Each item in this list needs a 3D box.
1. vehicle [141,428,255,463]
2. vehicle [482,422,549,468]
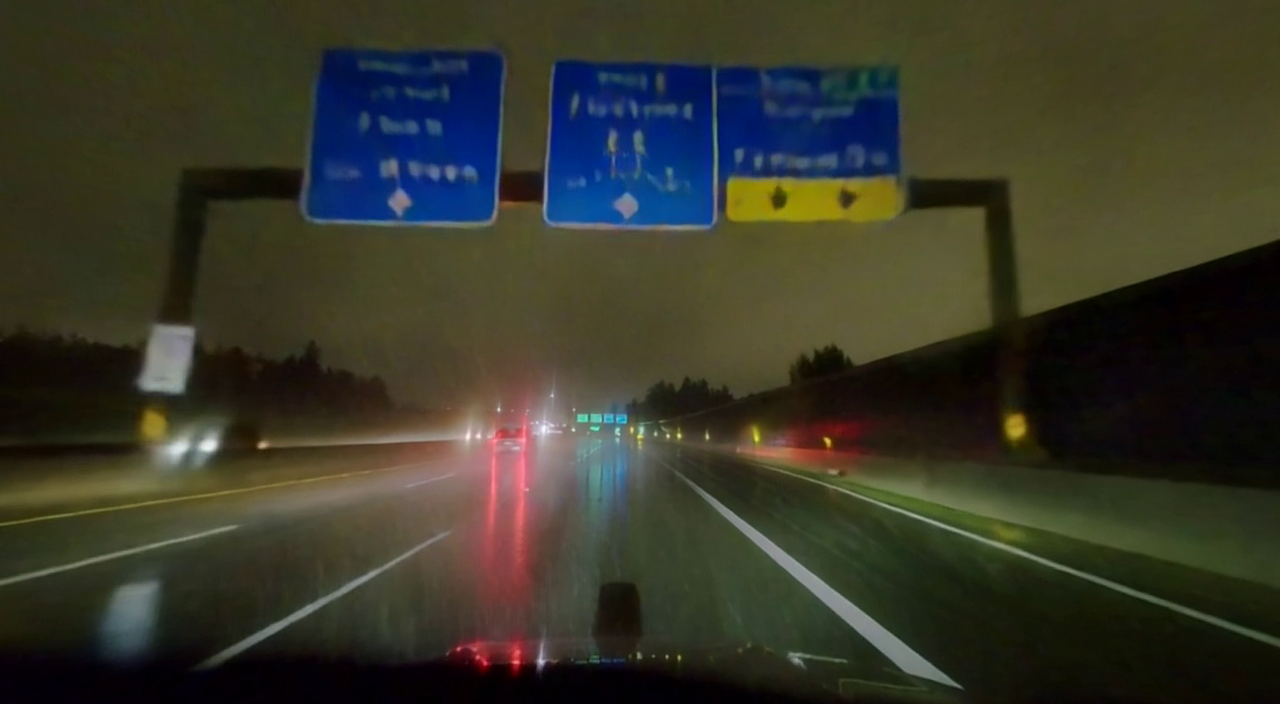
[{"bbox_3d":[-20.297,4.306,29.158,2.094,1.503,4.457,0,-8,-1],"label":"vehicle"},{"bbox_3d":[-5.083,3.856,26.241,2.007,1.727,4.040,0,-8,-1],"label":"vehicle"}]
